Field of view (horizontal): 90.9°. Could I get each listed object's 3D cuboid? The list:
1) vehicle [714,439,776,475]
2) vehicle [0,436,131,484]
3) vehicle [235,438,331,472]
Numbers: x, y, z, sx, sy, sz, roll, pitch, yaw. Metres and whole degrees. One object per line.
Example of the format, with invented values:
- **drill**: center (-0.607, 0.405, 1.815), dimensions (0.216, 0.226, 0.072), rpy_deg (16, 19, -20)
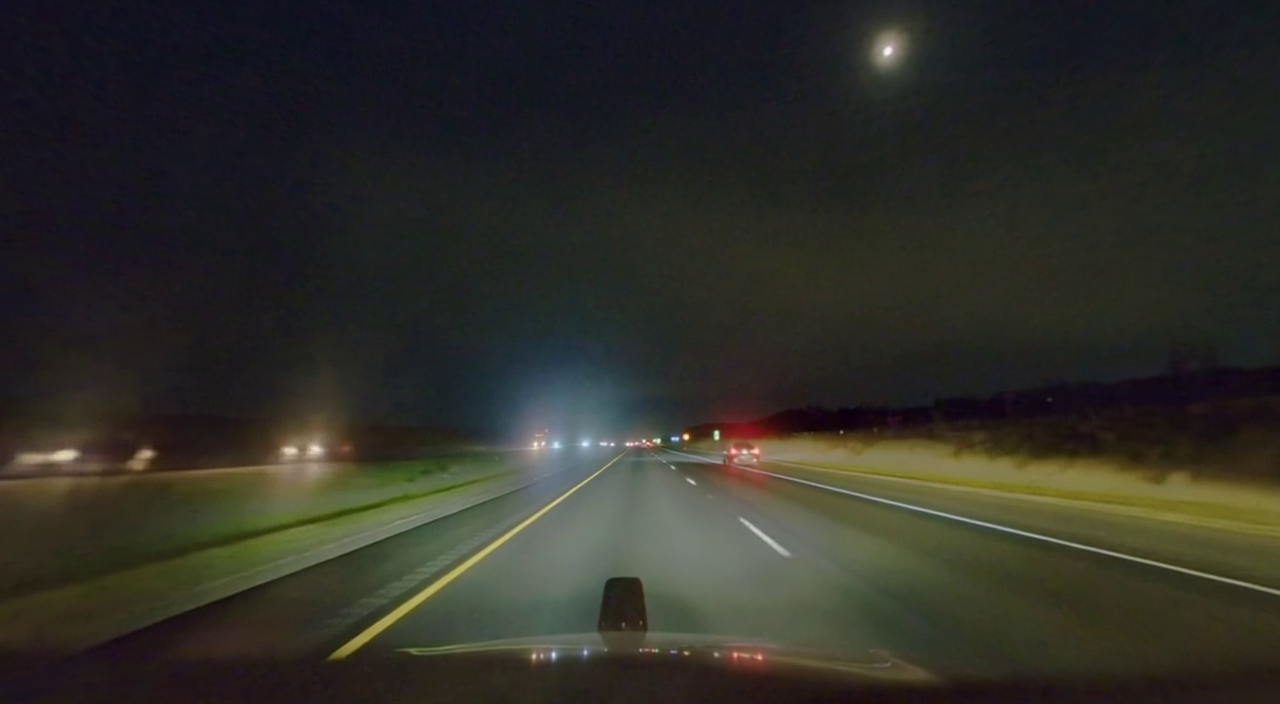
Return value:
- **vehicle**: center (4.698, 4.762, 28.809), dimensions (2.012, 1.476, 4.256), rpy_deg (0, -8, -1)
- **vehicle**: center (-20.826, 3.721, 22.031), dimensions (2.137, 1.467, 4.729), rpy_deg (0, -8, 0)
- **vehicle**: center (-17.280, 4.991, 30.804), dimensions (1.888, 1.474, 4.725), rpy_deg (0, -8, 1)
